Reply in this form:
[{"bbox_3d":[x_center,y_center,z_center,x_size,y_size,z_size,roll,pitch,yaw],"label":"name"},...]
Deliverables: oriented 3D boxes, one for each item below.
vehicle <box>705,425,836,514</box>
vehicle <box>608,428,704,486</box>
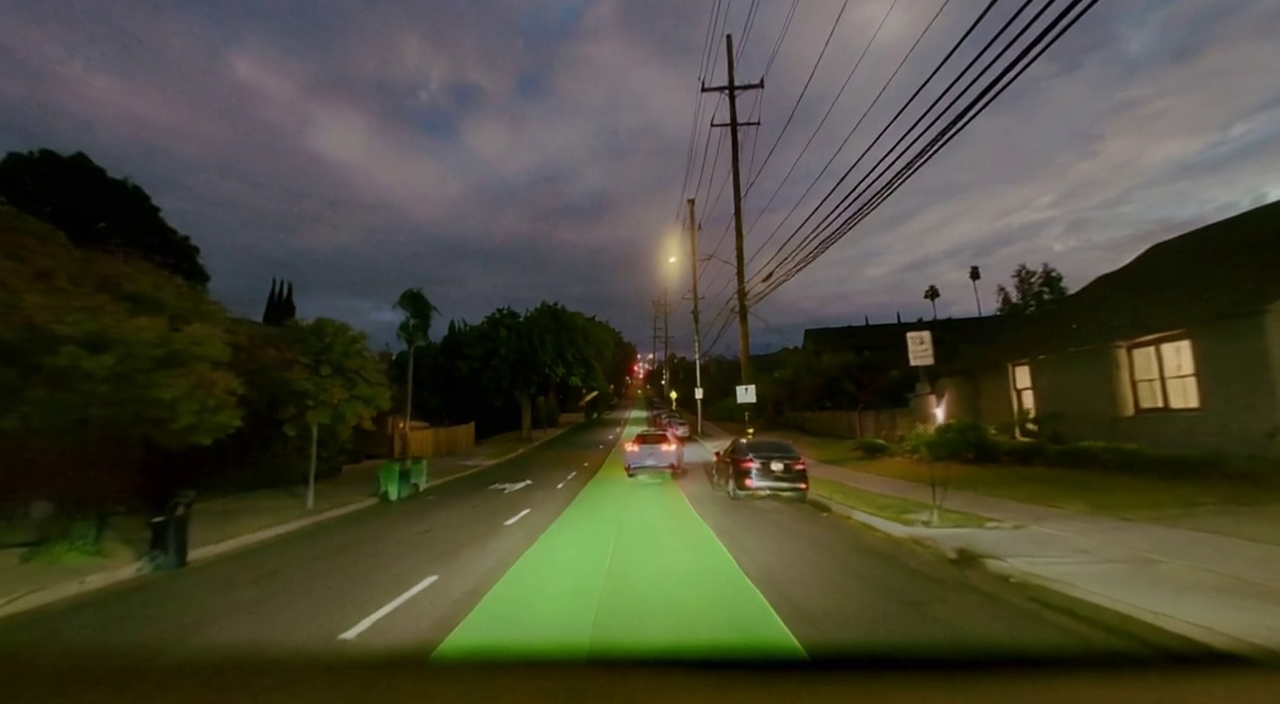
[{"bbox_3d":[2.790,2.595,14.643,1.909,1.694,4.472,0,-8,-2],"label":"vehicle"},{"bbox_3d":[0.638,3.113,19.244,2.235,1.500,4.496,0,-7,10],"label":"vehicle"}]
